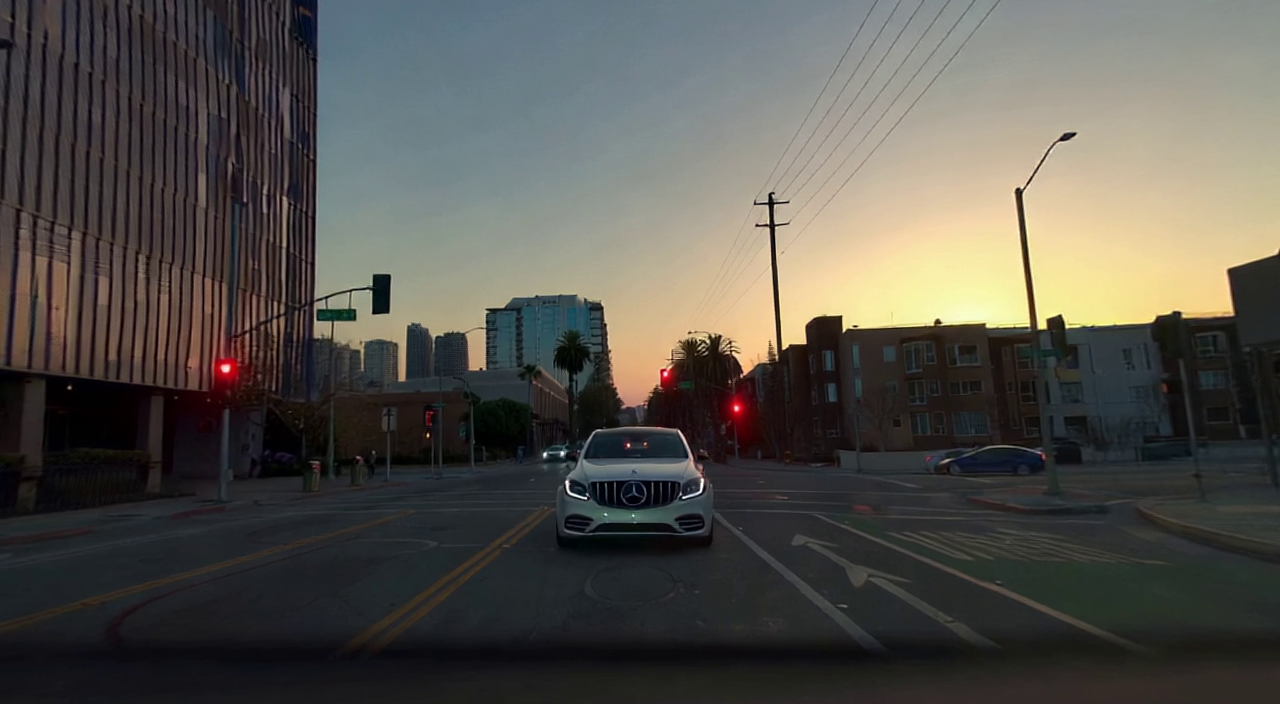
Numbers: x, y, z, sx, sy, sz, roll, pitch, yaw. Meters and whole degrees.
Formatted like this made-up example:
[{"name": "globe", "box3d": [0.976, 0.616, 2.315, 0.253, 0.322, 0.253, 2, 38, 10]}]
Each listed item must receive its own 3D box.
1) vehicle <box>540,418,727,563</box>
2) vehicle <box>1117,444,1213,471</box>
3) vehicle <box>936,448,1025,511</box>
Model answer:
[{"name": "vehicle", "box3d": [-0.083, 1.873, 9.227, 2.144, 1.643, 3.770, 0, -8, 0]}, {"name": "vehicle", "box3d": [32.179, 6.455, 38.763, 4.234, 1.613, 1.812, 0, -8, -1]}, {"name": "vehicle", "box3d": [10.018, 3.674, 18.759, 2.004, 1.593, 4.118, -4, -9, 26]}]
